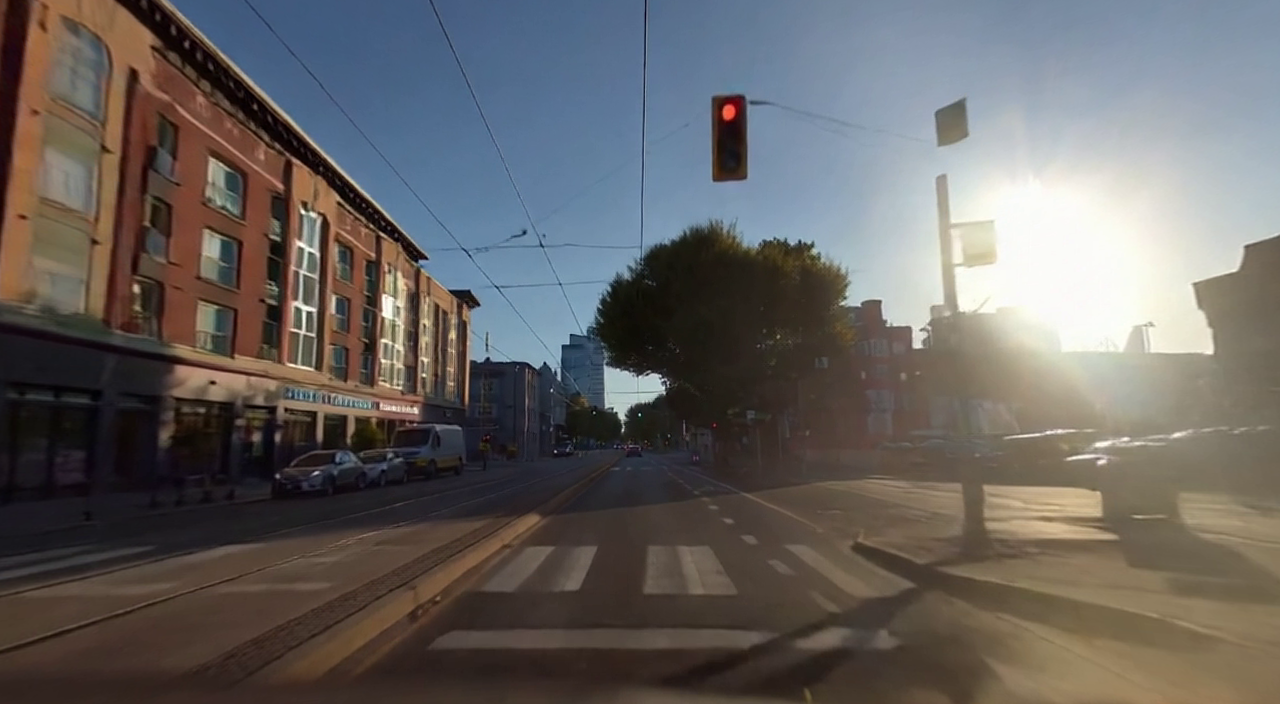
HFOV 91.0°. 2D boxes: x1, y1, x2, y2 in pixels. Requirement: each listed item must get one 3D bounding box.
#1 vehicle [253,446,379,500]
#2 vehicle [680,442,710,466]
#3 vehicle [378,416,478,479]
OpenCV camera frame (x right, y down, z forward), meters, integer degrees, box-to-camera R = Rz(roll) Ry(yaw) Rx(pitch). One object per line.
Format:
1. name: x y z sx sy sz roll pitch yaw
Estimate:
1. vehicle: -10.025 3.742 19.894 1.897 1.464 4.209 0 -8 -3
2. vehicle: 3.707 6.916 43.001 1.819 1.546 3.681 0 -8 1
3. vehicle: -10.478 4.825 32.051 2.378 2.765 7.920 0 -8 -1
